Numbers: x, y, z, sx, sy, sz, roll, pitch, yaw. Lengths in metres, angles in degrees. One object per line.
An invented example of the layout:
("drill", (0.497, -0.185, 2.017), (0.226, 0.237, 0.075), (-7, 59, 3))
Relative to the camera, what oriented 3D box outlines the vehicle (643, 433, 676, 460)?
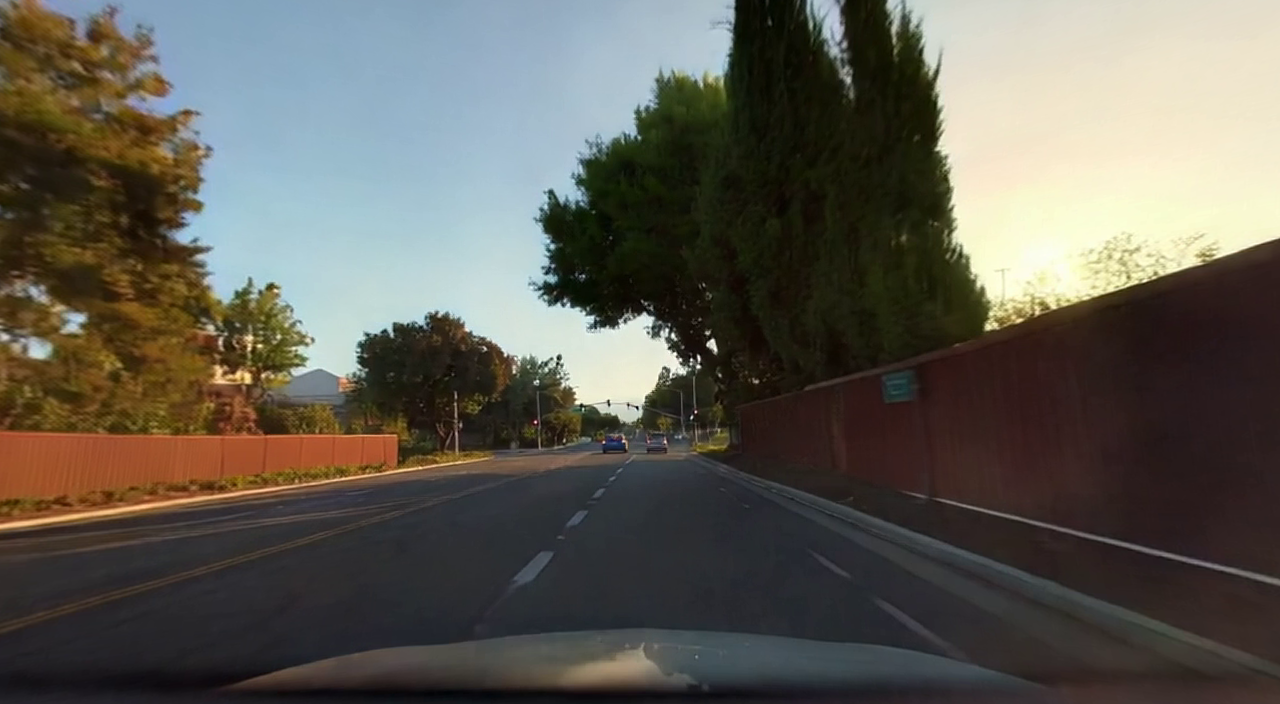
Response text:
("vehicle", (1.272, 6.341, 42.391), (2.127, 1.665, 3.993), (0, -8, 1))
